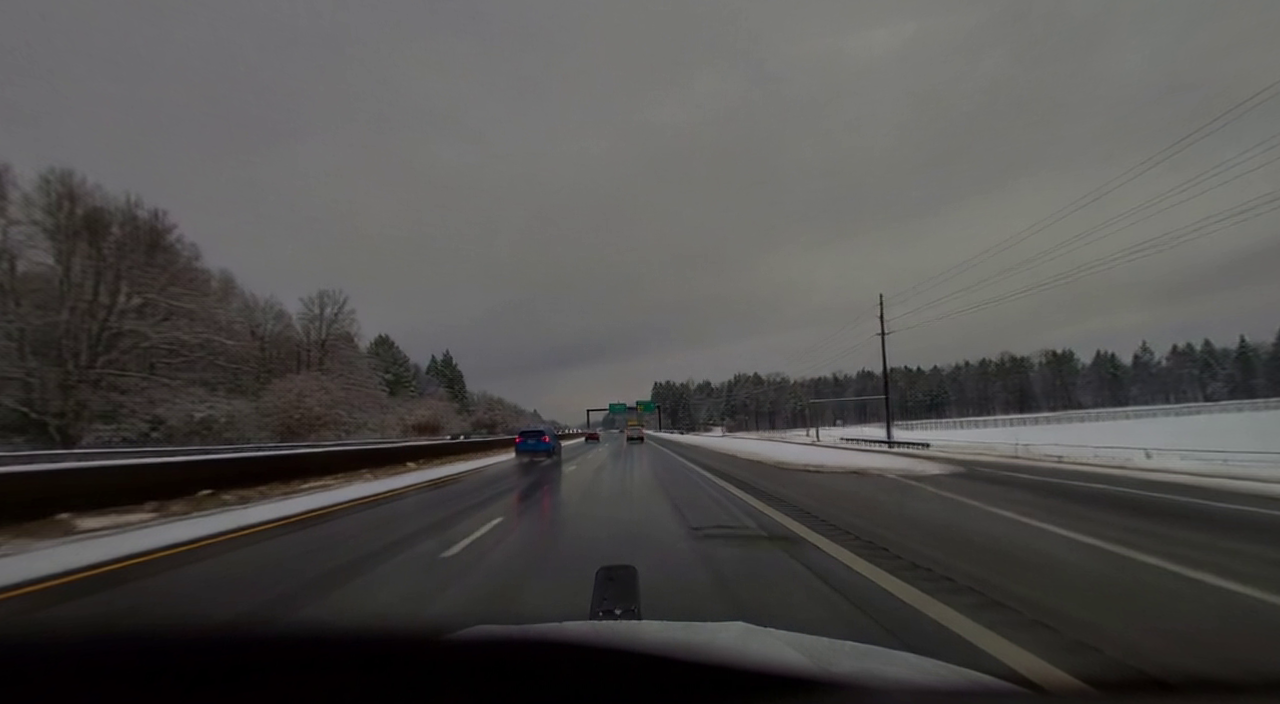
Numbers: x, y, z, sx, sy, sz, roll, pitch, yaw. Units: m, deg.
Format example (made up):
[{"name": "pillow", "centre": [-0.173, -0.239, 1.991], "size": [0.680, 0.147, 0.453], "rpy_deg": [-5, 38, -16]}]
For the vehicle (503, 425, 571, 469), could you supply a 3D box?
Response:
[{"name": "vehicle", "centre": [-3.964, 3.729, 24.966], "size": [2.023, 1.580, 4.259], "rpy_deg": [0, -8, -1]}]
